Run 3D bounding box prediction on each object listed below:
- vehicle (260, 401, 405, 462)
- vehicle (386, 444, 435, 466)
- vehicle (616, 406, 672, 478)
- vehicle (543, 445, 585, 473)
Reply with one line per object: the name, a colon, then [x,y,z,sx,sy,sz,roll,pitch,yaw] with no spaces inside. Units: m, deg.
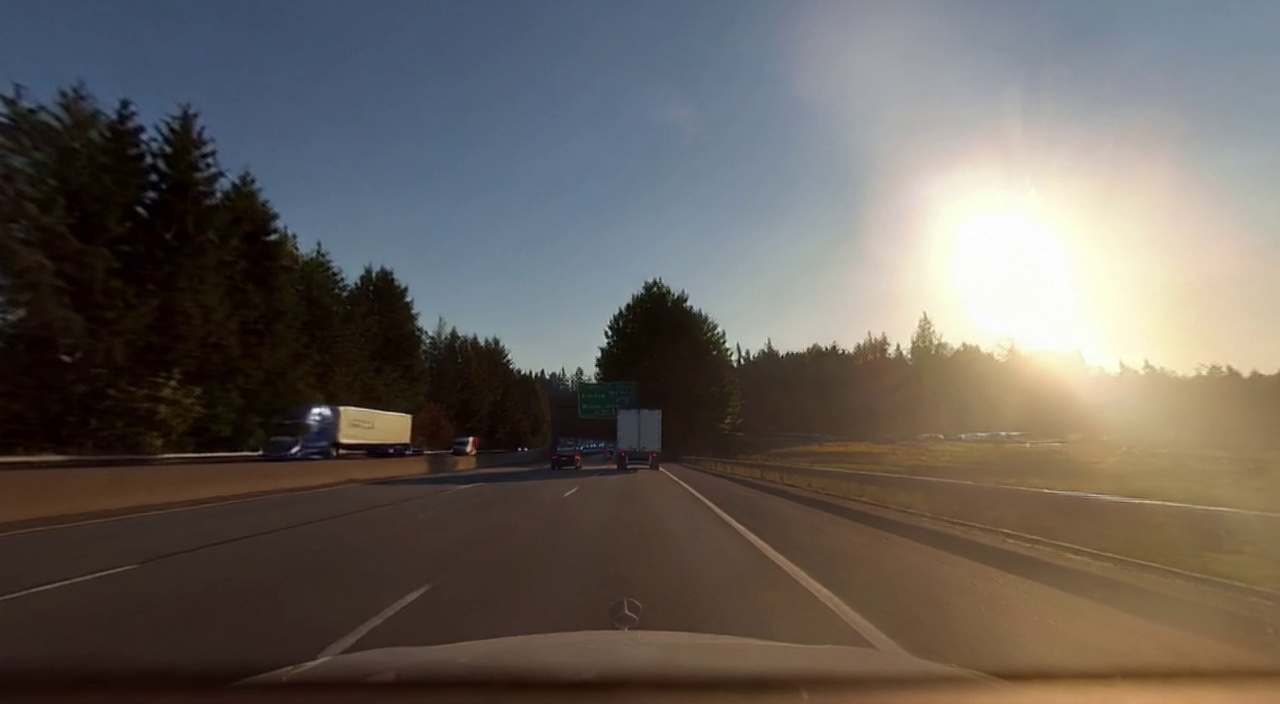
vehicle: [-23.292,6.560,49.908,3.069,3.979,17.930,0,-9,-2]
vehicle: [-16.169,7.290,44.678,1.840,1.474,4.451,0,-9,0]
vehicle: [0.118,5.769,39.726,2.976,3.800,12.335,0,-9,-1]
vehicle: [-4.432,6.322,37.481,1.964,1.556,4.071,0,-9,0]
